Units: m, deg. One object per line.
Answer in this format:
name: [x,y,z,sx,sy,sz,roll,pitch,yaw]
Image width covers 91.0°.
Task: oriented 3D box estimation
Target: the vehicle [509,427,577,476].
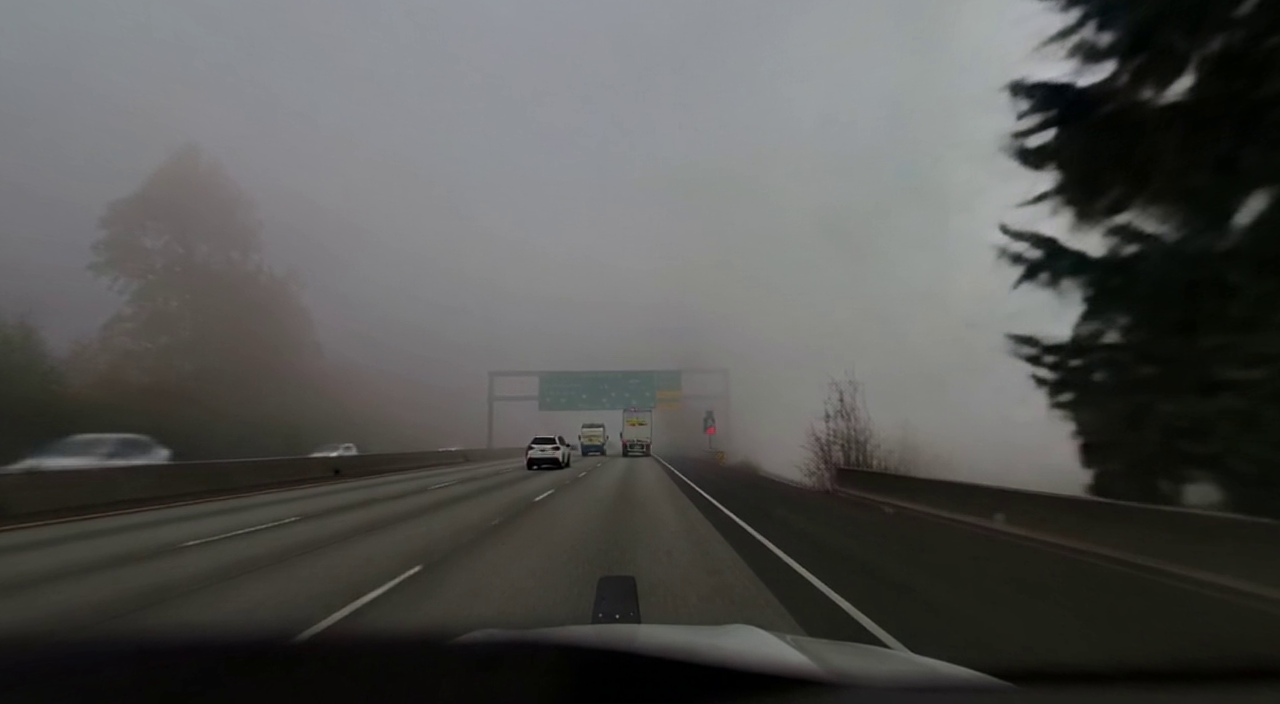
vehicle: [-3.962,4.168,26.638,2.127,1.839,4.984,0,-8,-1]
